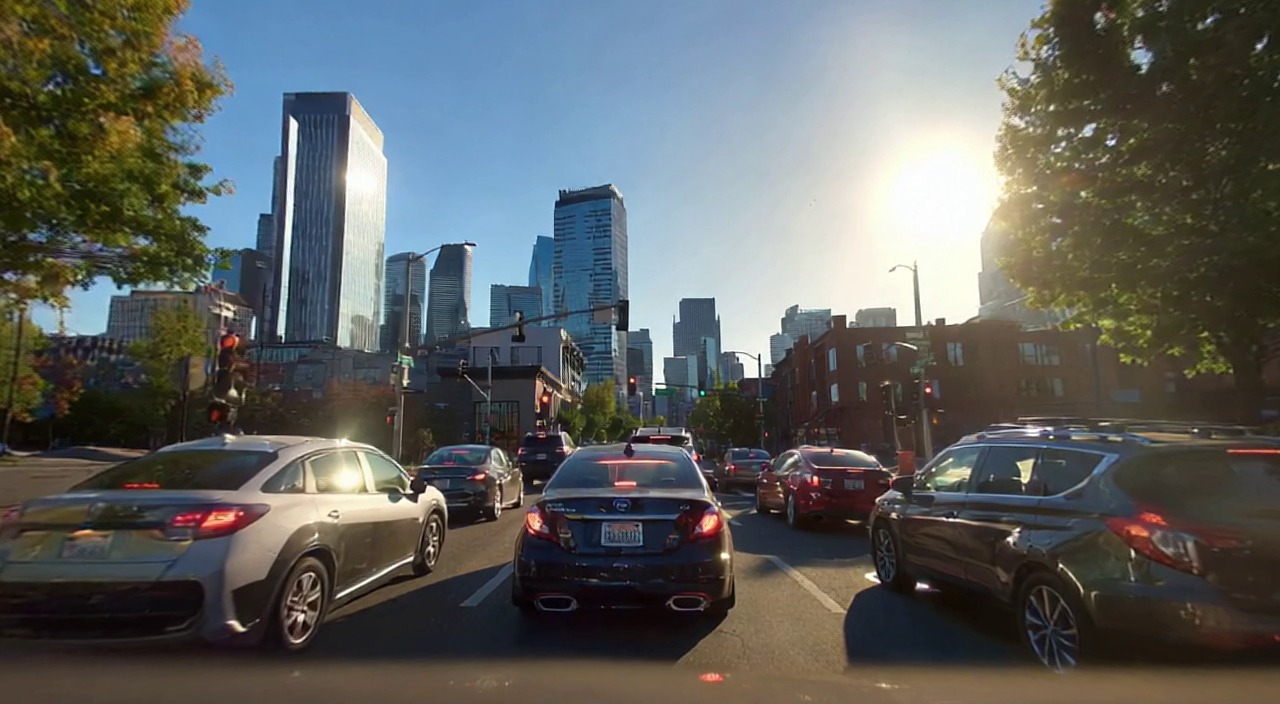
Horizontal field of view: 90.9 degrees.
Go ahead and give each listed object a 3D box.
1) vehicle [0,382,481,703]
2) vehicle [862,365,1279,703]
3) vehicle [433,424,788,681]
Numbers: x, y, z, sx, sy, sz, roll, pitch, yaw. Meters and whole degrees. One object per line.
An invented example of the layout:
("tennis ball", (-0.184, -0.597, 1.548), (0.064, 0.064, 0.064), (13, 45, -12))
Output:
("vehicle", (-3.122, 1.351, 5.574), (2.181, 1.723, 4.550), (0, -8, 1))
("vehicle", (3.340, 1.155, 4.174), (2.179, 1.631, 4.173), (0, -8, 0))
("vehicle", (-0.162, 1.436, 5.578), (2.031, 1.461, 3.763), (0, -8, 0))
